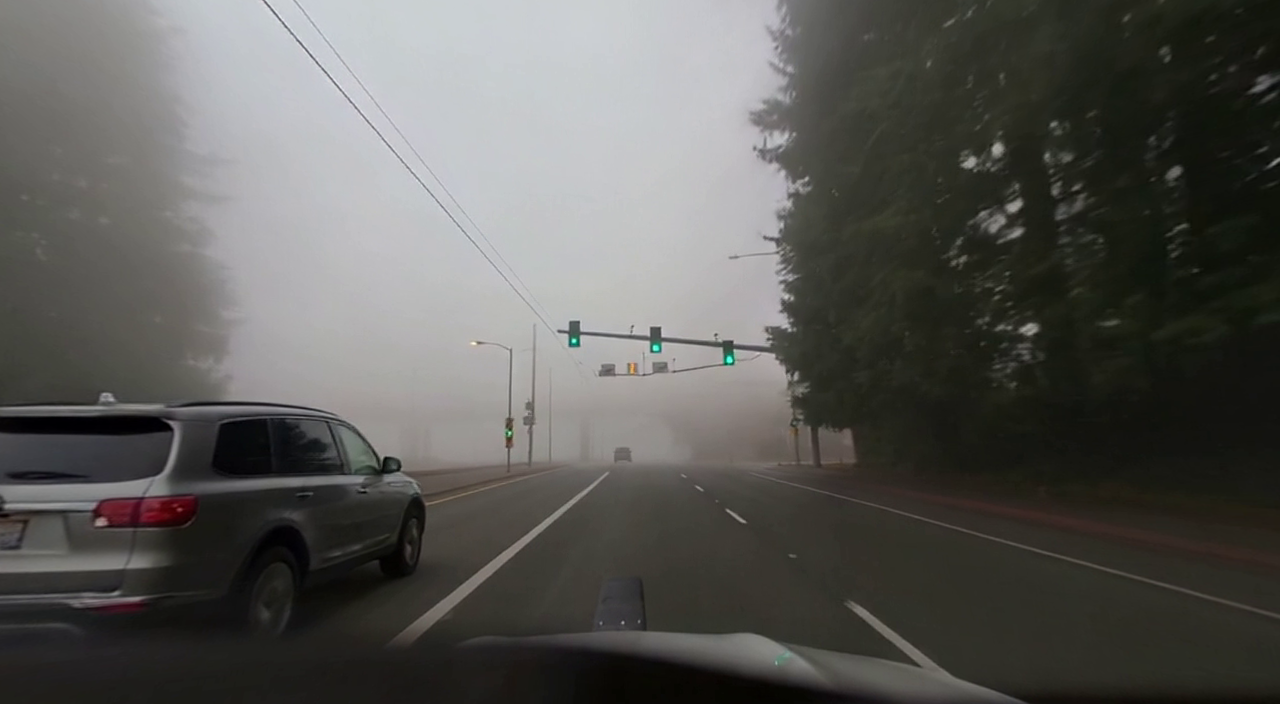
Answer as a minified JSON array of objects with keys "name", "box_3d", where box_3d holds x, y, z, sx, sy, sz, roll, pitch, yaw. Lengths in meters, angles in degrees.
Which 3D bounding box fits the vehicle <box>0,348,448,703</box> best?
[{"name":"vehicle","box_3d":[-3.115,1.152,4.806,1.882,1.704,4.335,0,-9,0]}]
